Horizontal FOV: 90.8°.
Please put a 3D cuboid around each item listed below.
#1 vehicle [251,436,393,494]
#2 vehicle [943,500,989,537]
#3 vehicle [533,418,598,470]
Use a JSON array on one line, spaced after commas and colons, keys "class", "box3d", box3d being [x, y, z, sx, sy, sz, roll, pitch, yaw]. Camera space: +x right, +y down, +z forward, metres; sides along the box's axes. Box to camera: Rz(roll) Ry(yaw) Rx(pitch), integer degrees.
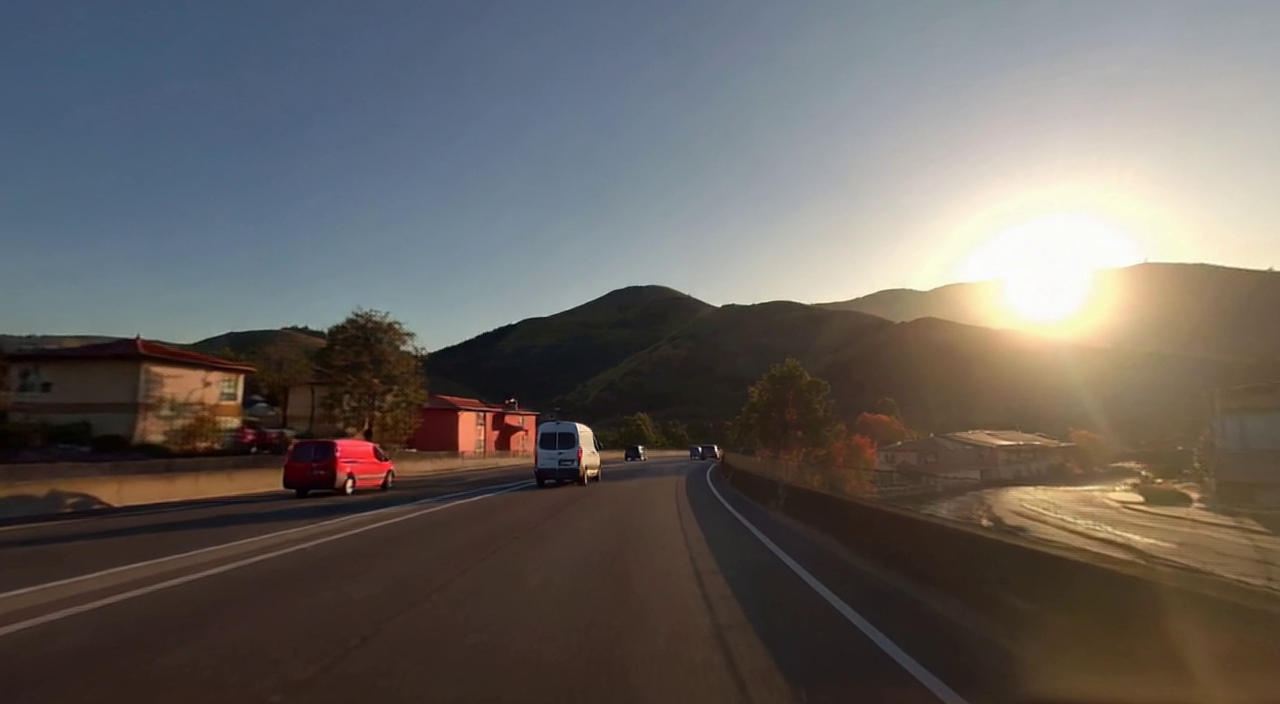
[{"class": "vehicle", "box3d": [-9.332, 3.335, 19.041, 1.821, 1.524, 4.342, -1, -8, 3]}, {"class": "vehicle", "box3d": [21.797, 11.143, 42.425, 1.887, 1.776, 4.198, -2, -7, 16]}, {"class": "vehicle", "box3d": [-4.162, 5.353, 36.735, 2.314, 2.703, 6.441, -1, -8, 6]}]
